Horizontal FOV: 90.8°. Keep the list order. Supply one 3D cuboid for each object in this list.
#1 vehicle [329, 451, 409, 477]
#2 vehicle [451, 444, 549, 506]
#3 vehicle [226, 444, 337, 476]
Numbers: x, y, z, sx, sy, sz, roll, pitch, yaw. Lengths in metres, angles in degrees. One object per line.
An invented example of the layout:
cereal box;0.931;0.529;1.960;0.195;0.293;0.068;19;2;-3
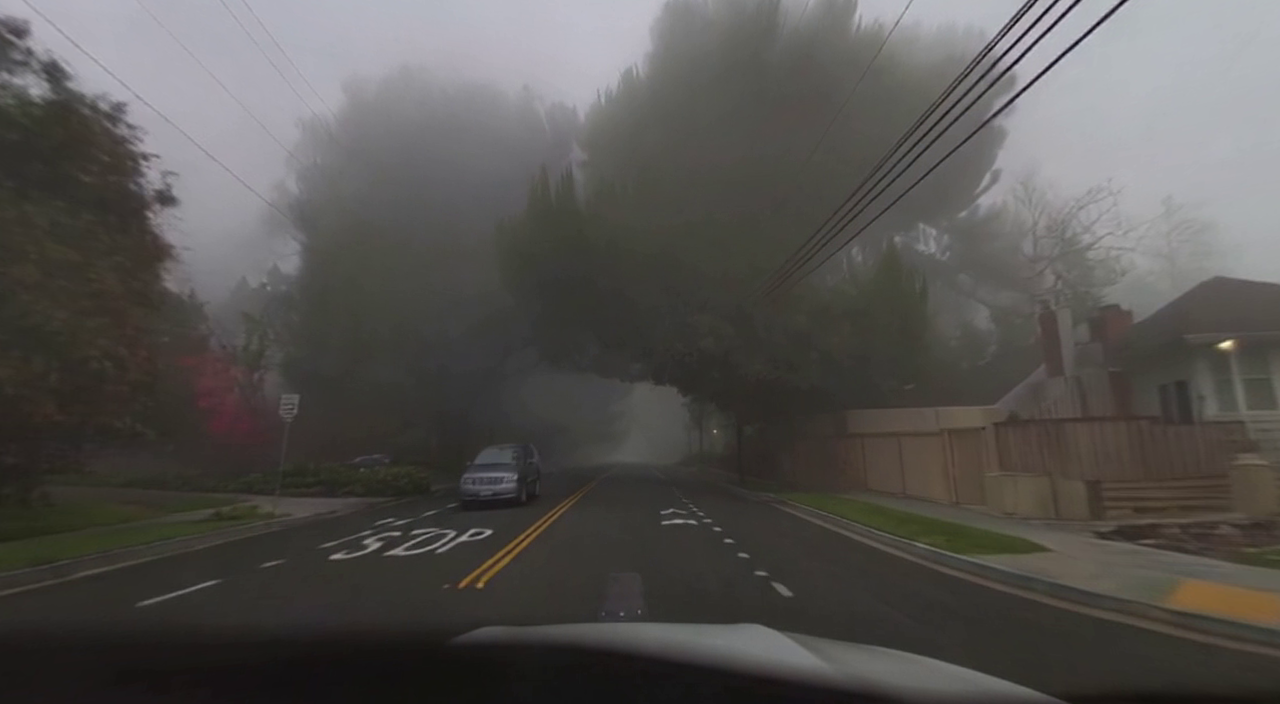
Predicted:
vehicle;-16.802;6.925;39.363;4.199;1.510;2.058;1;-9;-10
vehicle;-3.912;3.483;18.373;1.935;1.595;3.972;0;-8;0
vehicle;-22.097;6.645;39.168;5.369;1.862;2.338;1;-9;-9
